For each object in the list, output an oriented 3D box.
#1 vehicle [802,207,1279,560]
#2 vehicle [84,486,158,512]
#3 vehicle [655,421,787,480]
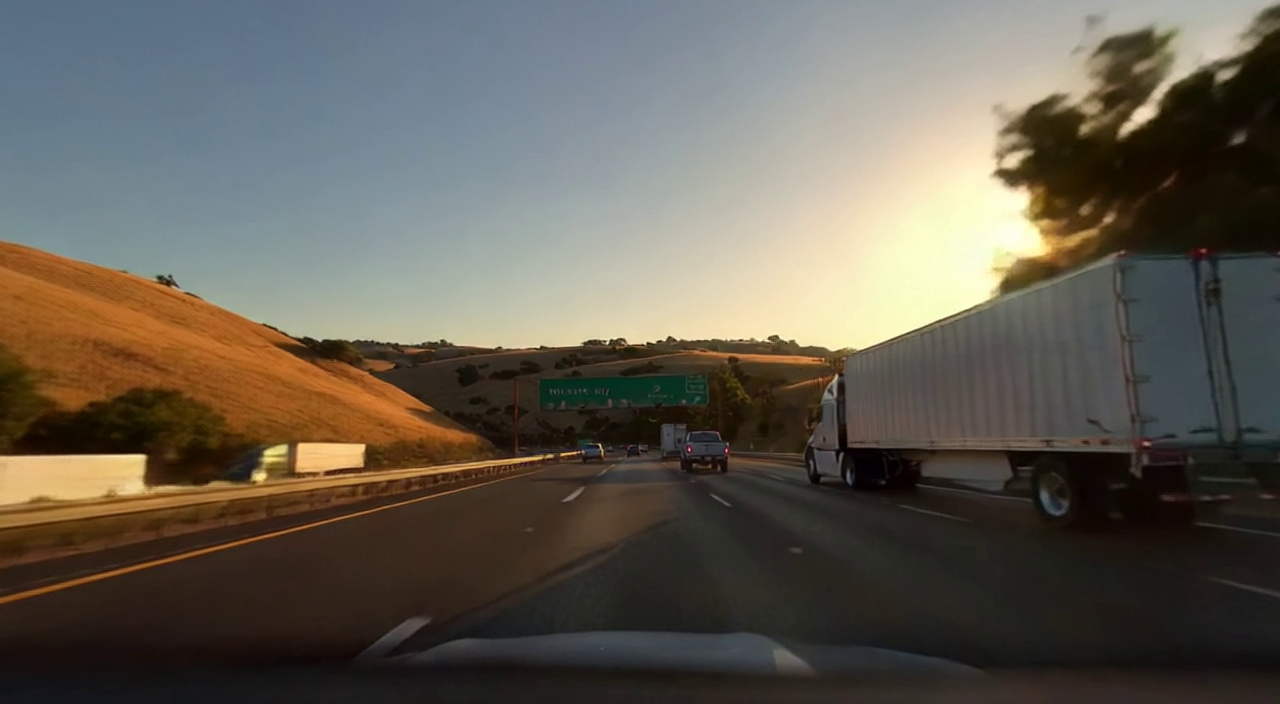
[{"bbox_3d":[7.632,1.523,15.561,2.935,4.187,16.357,0,-9,0],"label":"vehicle"},{"bbox_3d":[-37.012,10.473,45.184,1.808,1.497,4.178,0,-9,-1],"label":"vehicle"},{"bbox_3d":[3.216,4.060,26.093,5.075,2.277,2.365,0,-9,-3],"label":"vehicle"}]
